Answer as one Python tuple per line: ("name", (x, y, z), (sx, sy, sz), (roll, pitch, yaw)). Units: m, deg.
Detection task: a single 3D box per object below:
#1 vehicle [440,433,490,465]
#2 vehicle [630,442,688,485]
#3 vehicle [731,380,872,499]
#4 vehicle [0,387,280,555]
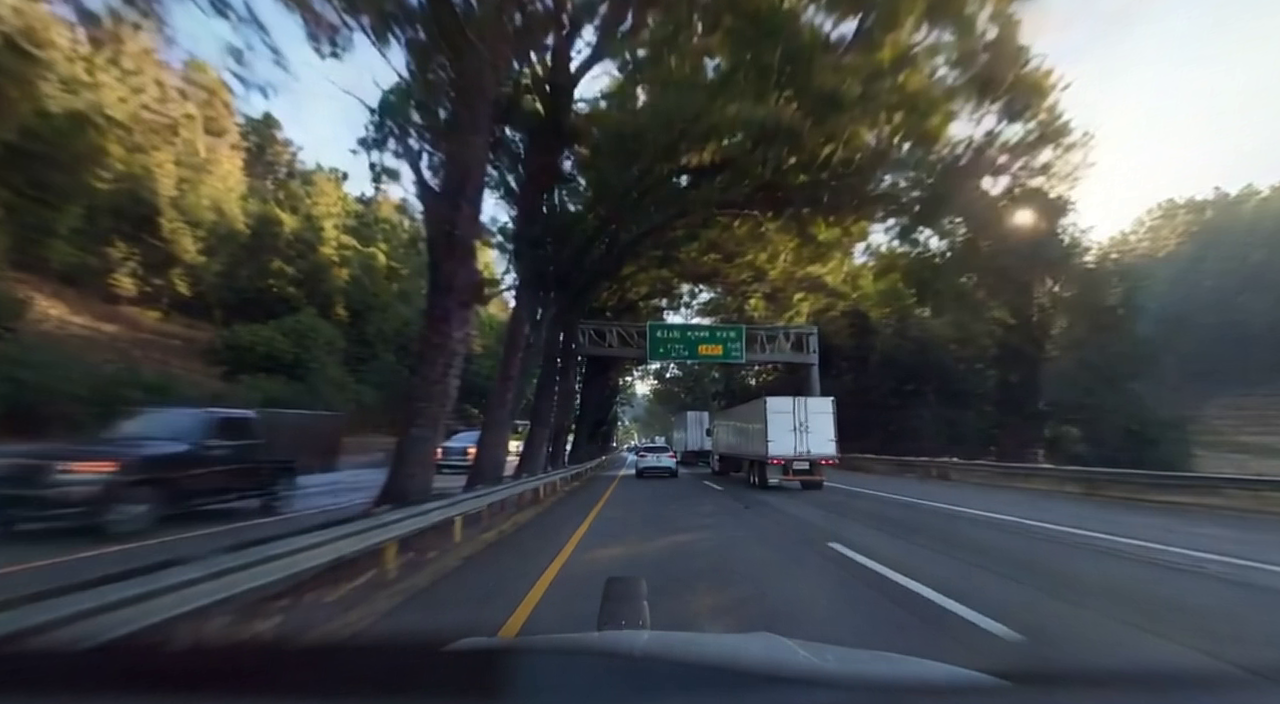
("vehicle", (-11.744, 6.560, 42.604), (2.056, 2.054, 4.765), (0, -9, 0))
("vehicle", (0.656, 4.334, 24.835), (2.069, 1.523, 4.012), (0, -9, -1))
("vehicle", (5.000, 2.984, 21.275), (2.600, 3.282, 7.635), (0, -9, -1))
("vehicle", (-7.580, 1.635, 9.177), (2.015, 1.839, 4.385), (0, -9, 0))
